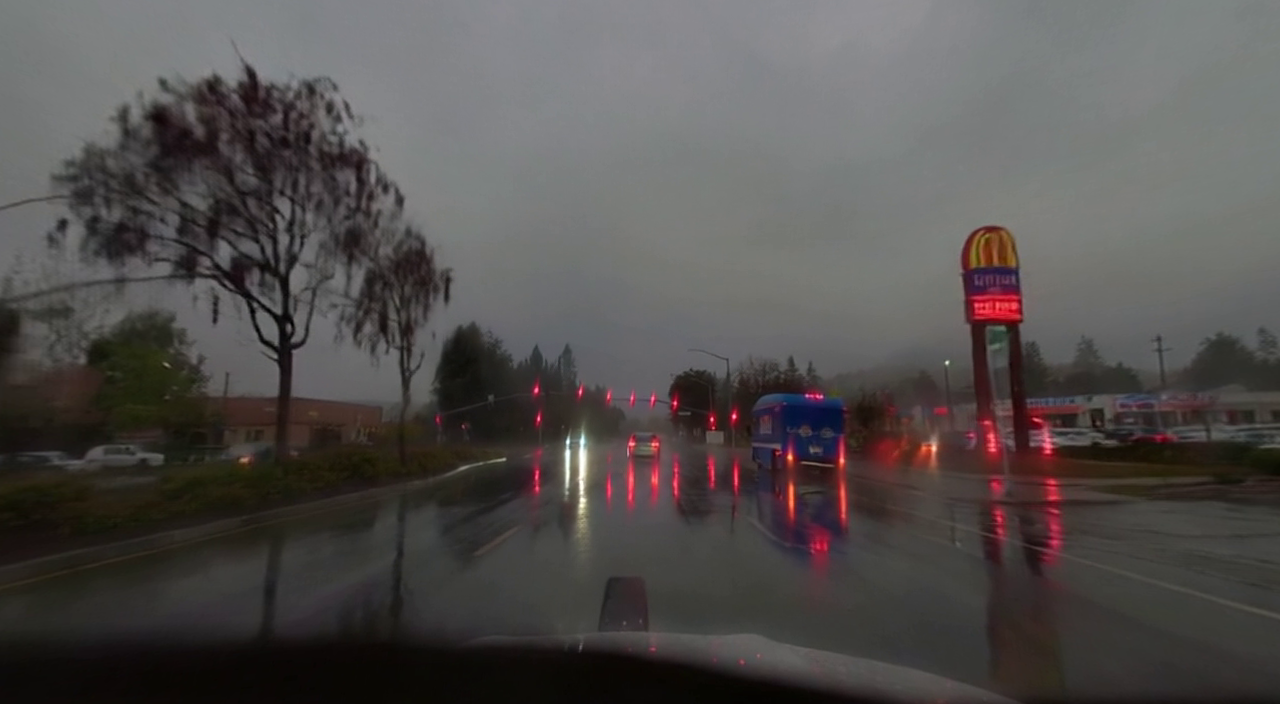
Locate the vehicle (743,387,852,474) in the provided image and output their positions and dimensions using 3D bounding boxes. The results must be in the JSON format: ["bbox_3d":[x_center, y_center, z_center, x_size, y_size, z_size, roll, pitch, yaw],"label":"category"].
[{"bbox_3d":[6.824,3.628,28.708,2.891,3.361,7.843,0,-8,0],"label":"vehicle"}]

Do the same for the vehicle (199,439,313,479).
[{"bbox_3d":[-15.693,4.371,26.084,1.836,1.464,4.440,-1,-8,1],"label":"vehicle"}]

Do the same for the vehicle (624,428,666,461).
[{"bbox_3d":[0.284,5.179,35.392,2.209,1.718,4.008,-1,-8,1],"label":"vehicle"}]

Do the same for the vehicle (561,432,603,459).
[{"bbox_3d":[-3.400,5.593,37.815,2.008,1.500,4.369,-1,-8,1],"label":"vehicle"}]

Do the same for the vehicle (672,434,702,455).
[{"bbox_3d":[3.608,7.181,48.993,2.075,1.540,4.411,-1,-8,1],"label":"vehicle"}]

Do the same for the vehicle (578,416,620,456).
[{"bbox_3d":[-3.081,6.561,48.966,2.715,2.791,7.171,-1,-8,1],"label":"vehicle"}]

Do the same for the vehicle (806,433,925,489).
[{"bbox_3d":[6.720,3.280,19.392,1.980,1.473,4.537,-1,-8,0],"label":"vehicle"}]

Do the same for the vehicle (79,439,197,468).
[{"bbox_3d":[-29.343,5.936,37.148,1.971,1.578,5.304,-2,-8,11],"label":"vehicle"}]

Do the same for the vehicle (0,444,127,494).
[{"bbox_3d":[-22.733,4.382,24.089,1.936,1.654,4.857,-1,-8,4],"label":"vehicle"}]

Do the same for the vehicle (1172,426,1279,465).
[{"bbox_3d":[26.124,4.006,27.105,4.545,1.571,1.769,-5,-9,26],"label":"vehicle"}]

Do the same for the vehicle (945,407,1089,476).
[{"bbox_3d":[13.744,3.238,22.891,5.354,2.214,2.504,6,-10,-37],"label":"vehicle"}]

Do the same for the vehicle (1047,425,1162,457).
[{"bbox_3d":[29.542,5.713,40.369,5.568,1.930,2.081,-5,-9,29],"label":"vehicle"}]
